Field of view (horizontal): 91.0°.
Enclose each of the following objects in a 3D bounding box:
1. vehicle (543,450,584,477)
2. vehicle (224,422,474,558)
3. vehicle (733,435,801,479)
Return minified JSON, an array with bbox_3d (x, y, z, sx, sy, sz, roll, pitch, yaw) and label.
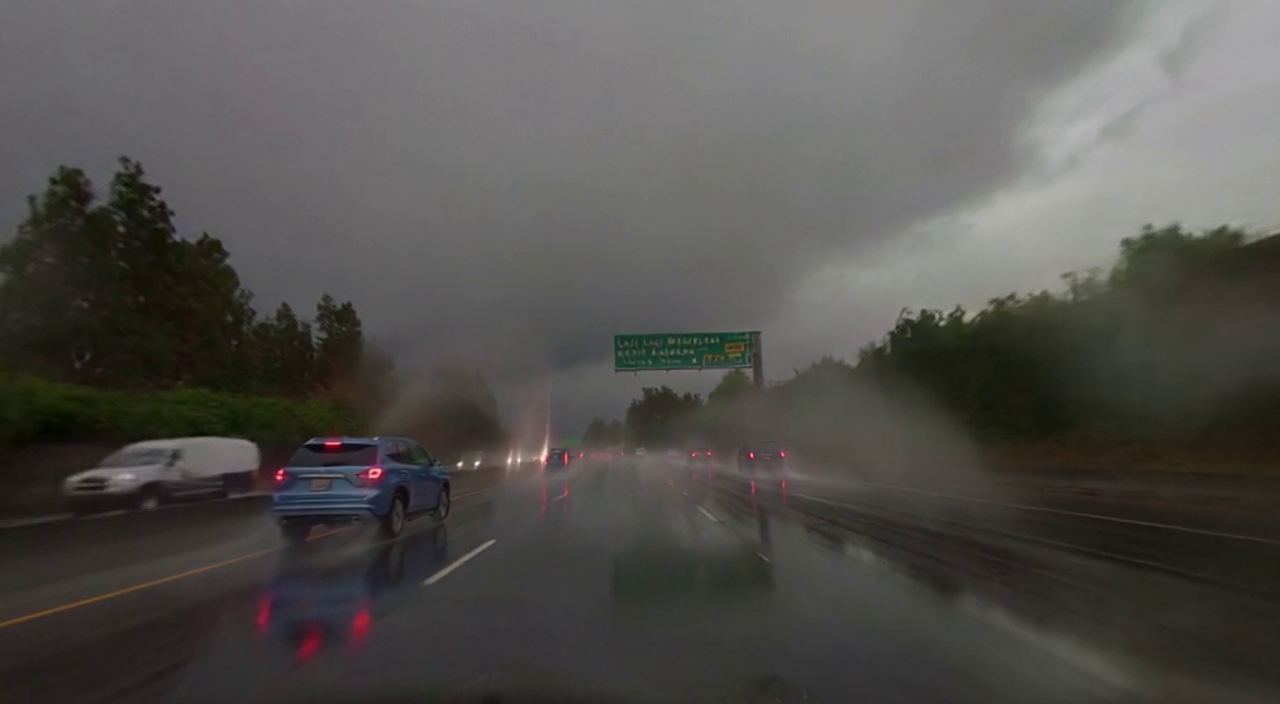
[{"bbox_3d":[-4.459,6.544,37.236,2.009,1.488,4.289,0,-9,-2],"label":"vehicle"},{"bbox_3d":[-4.357,2.127,10.396,2.079,1.745,4.281,0,-9,0],"label":"vehicle"},{"bbox_3d":[6.595,5.531,33.356,2.378,2.096,5.119,0,-9,-2],"label":"vehicle"}]
